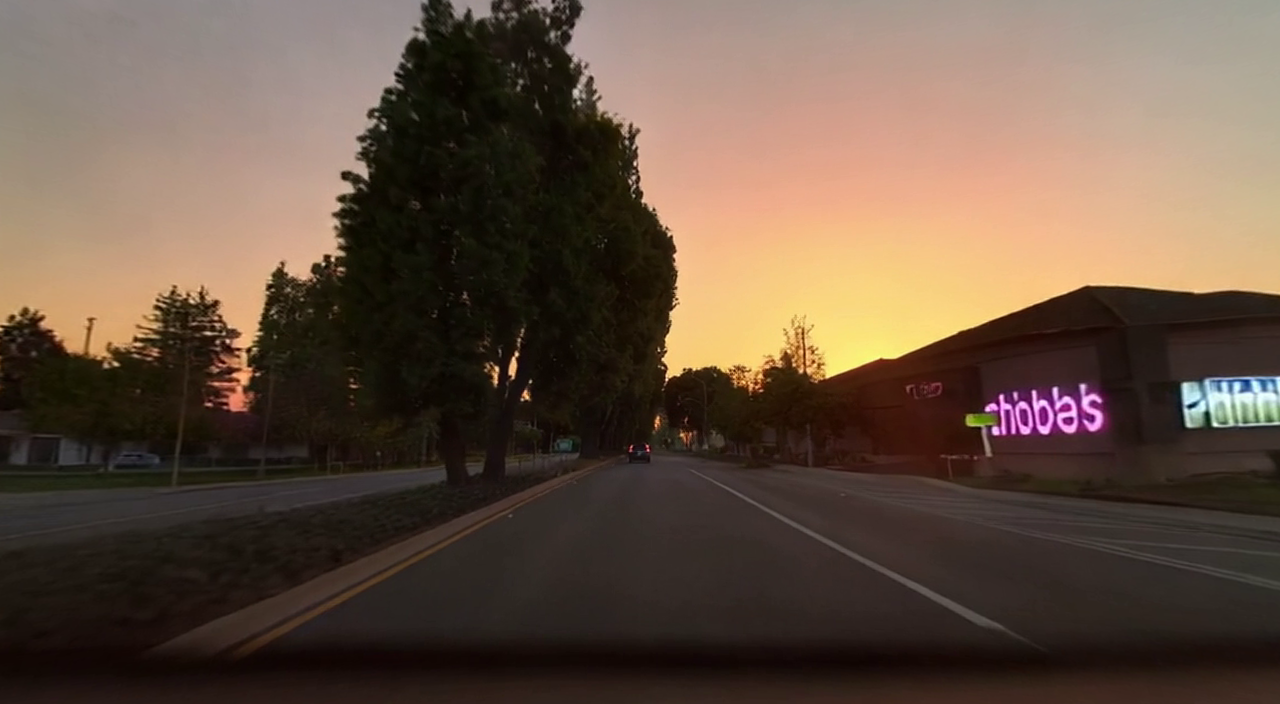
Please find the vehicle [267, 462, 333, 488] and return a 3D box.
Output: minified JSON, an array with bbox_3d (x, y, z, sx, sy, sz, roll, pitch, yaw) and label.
[{"bbox_3d":[-20.918,7.543,39.059,1.904,1.412,3.929,0,-8,0],"label":"vehicle"}]
